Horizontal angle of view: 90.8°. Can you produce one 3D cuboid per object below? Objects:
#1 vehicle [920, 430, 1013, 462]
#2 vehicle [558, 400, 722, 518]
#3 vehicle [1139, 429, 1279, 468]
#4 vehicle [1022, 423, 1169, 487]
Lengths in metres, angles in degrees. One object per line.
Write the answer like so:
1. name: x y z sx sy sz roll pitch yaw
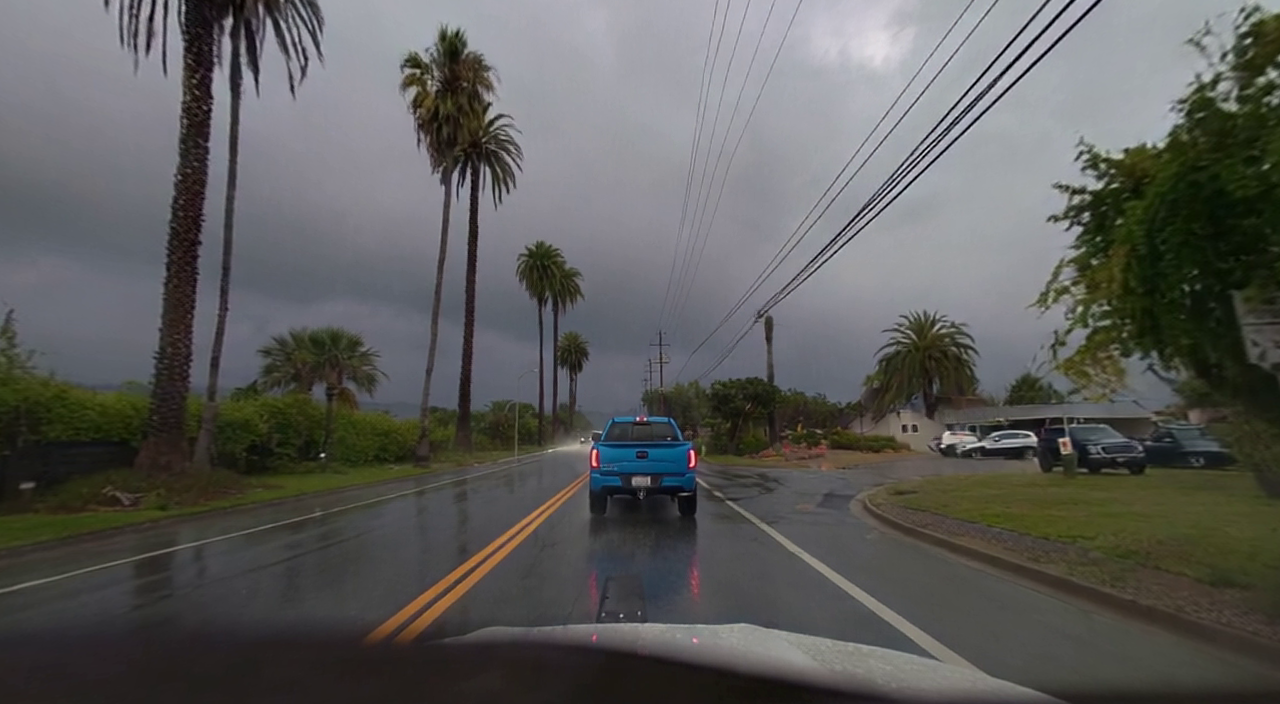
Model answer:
1. vehicle: 20.539 5.982 40.150 2.277 1.836 6.267 -1 -9 -3
2. vehicle: -0.016 2.314 14.060 2.848 2.047 5.885 0 -8 0
3. vehicle: 24.574 4.207 27.365 4.314 1.553 1.948 0 -11 -7
4. vehicle: 16.081 3.693 22.837 2.338 1.917 6.076 -5 -9 17
